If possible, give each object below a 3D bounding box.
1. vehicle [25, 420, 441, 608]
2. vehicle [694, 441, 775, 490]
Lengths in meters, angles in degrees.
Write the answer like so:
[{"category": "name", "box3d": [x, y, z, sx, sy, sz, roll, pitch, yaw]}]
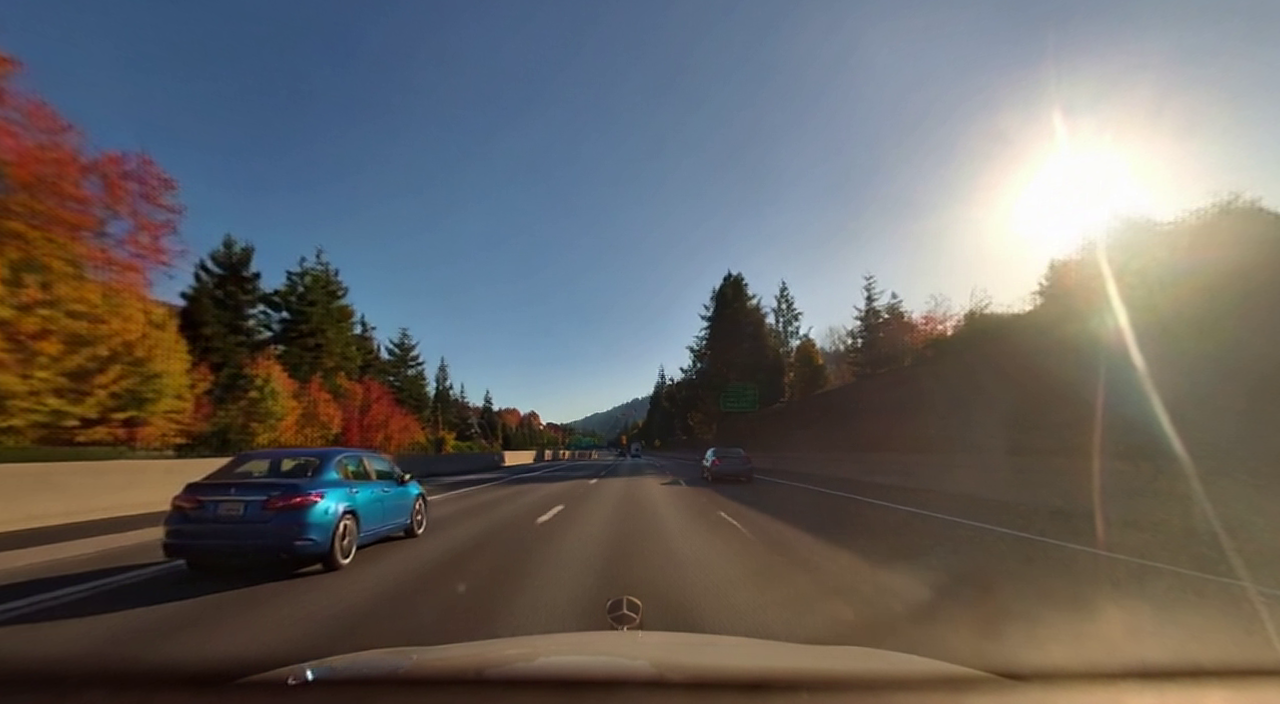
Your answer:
[{"category": "vehicle", "box3d": [-4.096, 1.683, 7.502, 2.010, 1.550, 4.376, 0, -9, 0]}, {"category": "vehicle", "box3d": [3.332, 4.115, 23.194, 2.146, 1.573, 4.661, 0, -9, -1]}]
